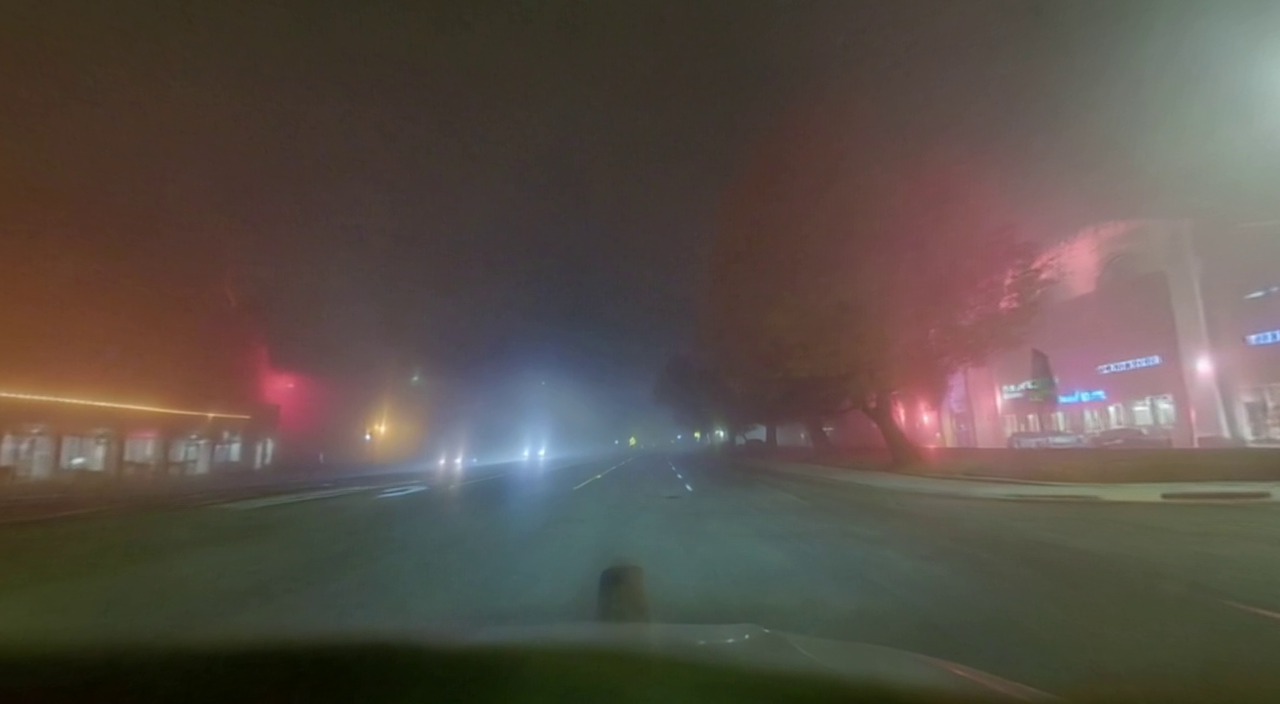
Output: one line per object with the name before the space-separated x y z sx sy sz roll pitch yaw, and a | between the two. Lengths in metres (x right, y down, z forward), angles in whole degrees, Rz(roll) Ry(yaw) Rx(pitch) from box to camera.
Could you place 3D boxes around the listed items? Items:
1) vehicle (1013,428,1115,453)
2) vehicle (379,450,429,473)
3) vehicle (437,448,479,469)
vehicle | 25.984 5.463 38.892 4.942 1.435 1.987 -4 -9 28
vehicle | -17.804 8.272 47.708 1.945 1.486 4.652 -2 -8 1
vehicle | -14.255 8.327 49.504 1.963 1.487 4.331 -2 -8 1
